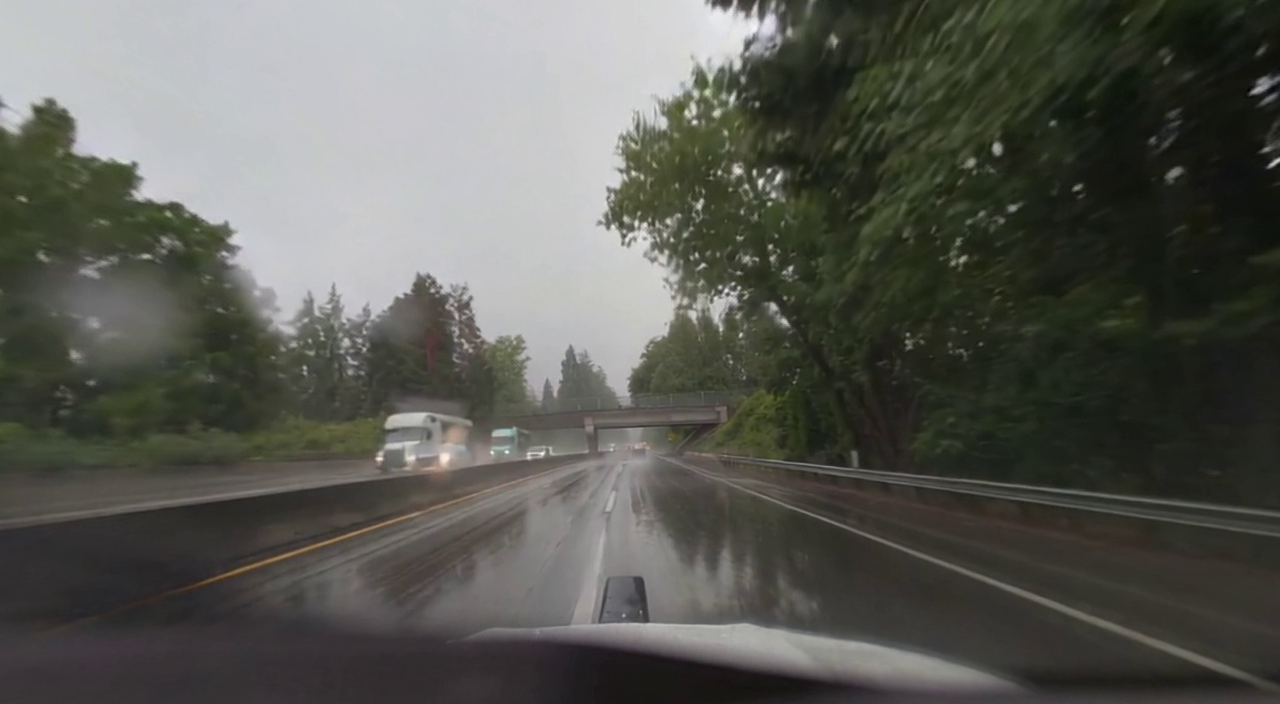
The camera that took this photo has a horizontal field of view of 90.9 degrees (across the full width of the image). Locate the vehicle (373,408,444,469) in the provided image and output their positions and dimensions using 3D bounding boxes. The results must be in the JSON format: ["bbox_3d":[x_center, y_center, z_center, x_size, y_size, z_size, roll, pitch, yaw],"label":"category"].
[{"bbox_3d":[-16.404,6.243,45.130,2.910,4.025,5.493,0,-9,-1],"label":"vehicle"}]
